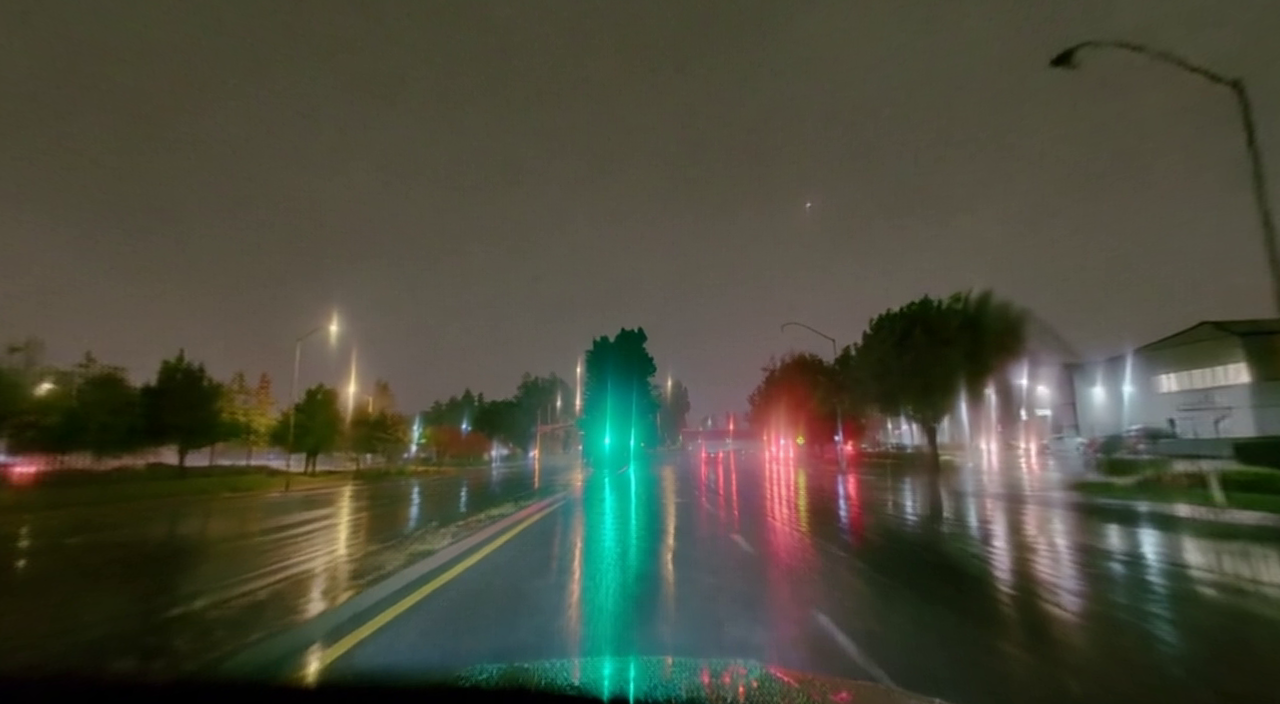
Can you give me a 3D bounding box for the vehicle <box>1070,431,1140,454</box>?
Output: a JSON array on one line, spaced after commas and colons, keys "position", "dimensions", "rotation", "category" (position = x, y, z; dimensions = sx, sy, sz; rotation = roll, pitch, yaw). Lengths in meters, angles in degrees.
[{"position": [36.492, 7.127, 49.594], "dimensions": [4.540, 1.717, 1.926], "rotation": [2, -9, -16], "category": "vehicle"}]
